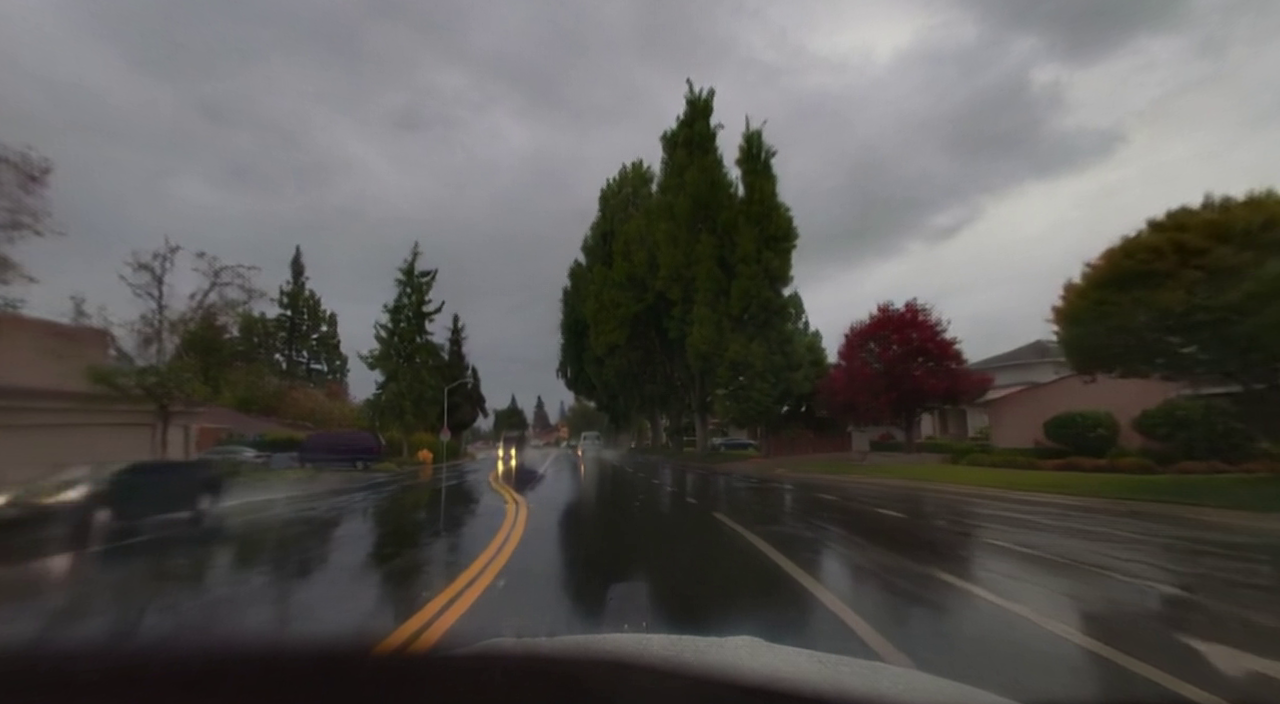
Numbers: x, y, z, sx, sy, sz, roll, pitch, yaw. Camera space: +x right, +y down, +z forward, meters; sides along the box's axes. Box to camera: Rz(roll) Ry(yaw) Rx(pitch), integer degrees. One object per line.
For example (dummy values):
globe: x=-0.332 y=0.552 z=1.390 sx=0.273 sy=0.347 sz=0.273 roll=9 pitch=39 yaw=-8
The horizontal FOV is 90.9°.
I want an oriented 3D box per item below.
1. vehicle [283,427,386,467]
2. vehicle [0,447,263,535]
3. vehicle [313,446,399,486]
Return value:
vehicle: x=-22.359 y=6.980 z=46.260 sx=6.474 sy=2.781 sz=2.364 roll=-1 pitch=-8 yaw=8
vehicle: x=-10.719 y=2.819 z=13.503 sx=1.979 sy=1.503 sz=4.678 roll=-2 pitch=-9 yaw=7
vehicle: x=-12.885 y=5.154 z=28.898 sx=1.881 sy=1.655 sz=4.177 roll=0 pitch=-8 yaw=1
